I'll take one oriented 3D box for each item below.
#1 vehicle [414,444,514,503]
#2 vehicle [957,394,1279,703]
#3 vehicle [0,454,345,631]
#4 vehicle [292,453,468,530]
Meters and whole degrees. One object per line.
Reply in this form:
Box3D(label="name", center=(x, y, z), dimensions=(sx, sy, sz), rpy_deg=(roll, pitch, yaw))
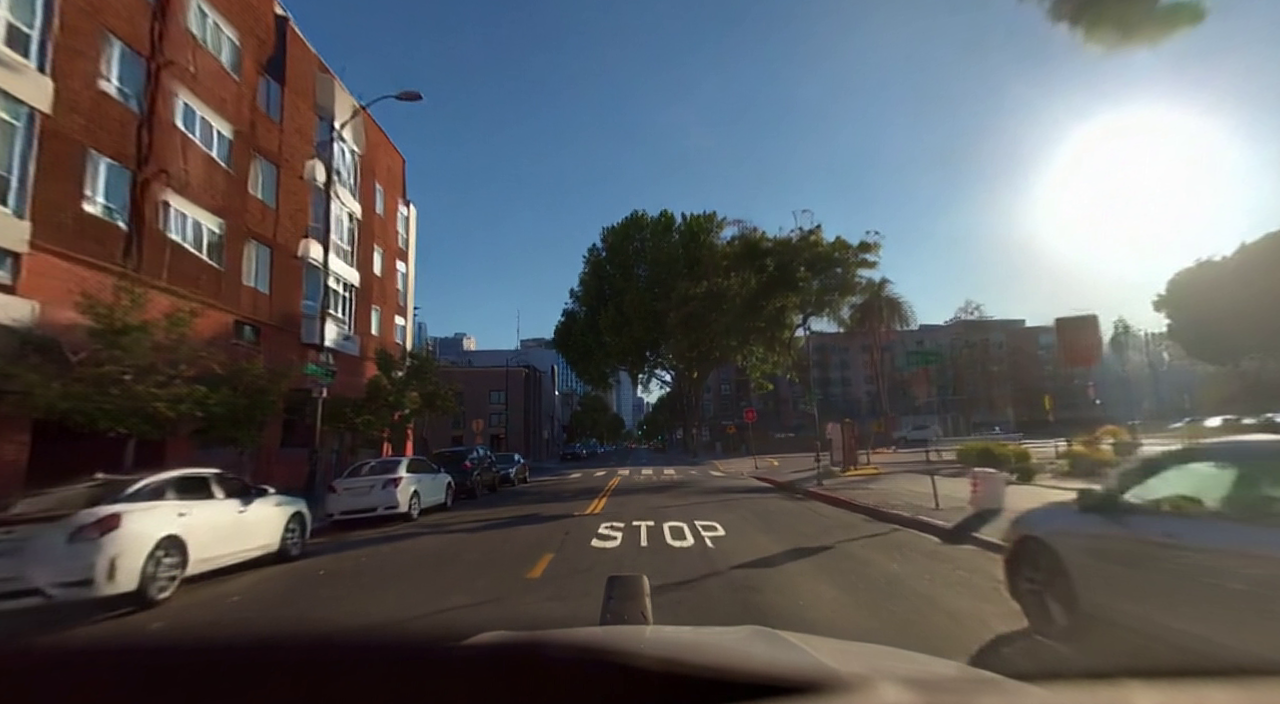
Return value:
Box3D(label="vehicle", center=(-5.440, 3.784, 20.175), dimensions=(1.901, 1.631, 4.570), rpy_deg=(0, -8, 0))
Box3D(label="vehicle", center=(3.735, 1.017, 3.104), dimensions=(1.978, 1.554, 4.192), rpy_deg=(0, -8, -3))
Box3D(label="vehicle", center=(-5.585, 2.034, 7.762), dimensions=(1.834, 1.463, 4.337), rpy_deg=(0, -8, -1))
Box3D(label="vehicle", center=(-5.682, 3.079, 14.560), dimensions=(2.131, 1.407, 4.547), rpy_deg=(0, -8, 0))
